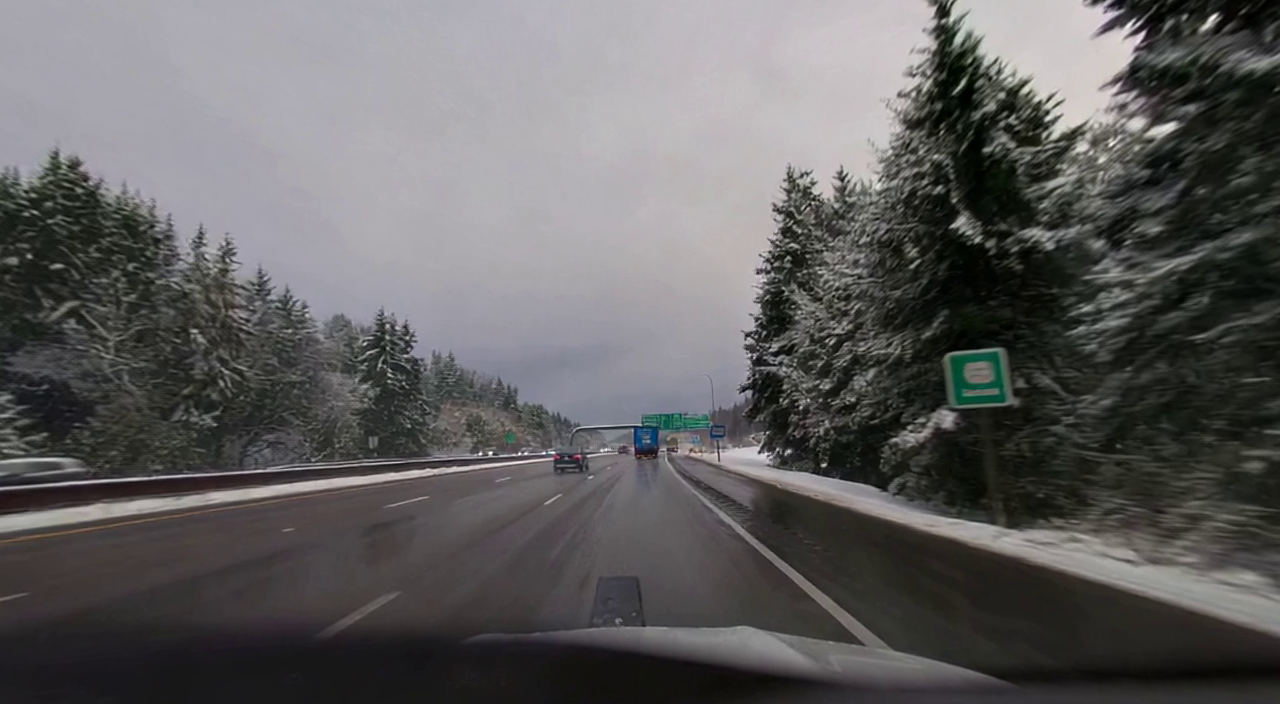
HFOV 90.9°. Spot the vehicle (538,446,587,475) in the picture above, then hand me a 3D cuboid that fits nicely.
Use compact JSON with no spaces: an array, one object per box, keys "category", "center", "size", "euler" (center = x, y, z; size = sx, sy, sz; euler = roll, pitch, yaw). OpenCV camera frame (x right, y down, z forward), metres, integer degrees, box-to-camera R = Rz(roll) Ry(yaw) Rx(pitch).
[{"category":"vehicle","center":[-4.072,5.778,33.695],"size":[2.045,1.430,3.951],"euler":[0,-9,1]}]
